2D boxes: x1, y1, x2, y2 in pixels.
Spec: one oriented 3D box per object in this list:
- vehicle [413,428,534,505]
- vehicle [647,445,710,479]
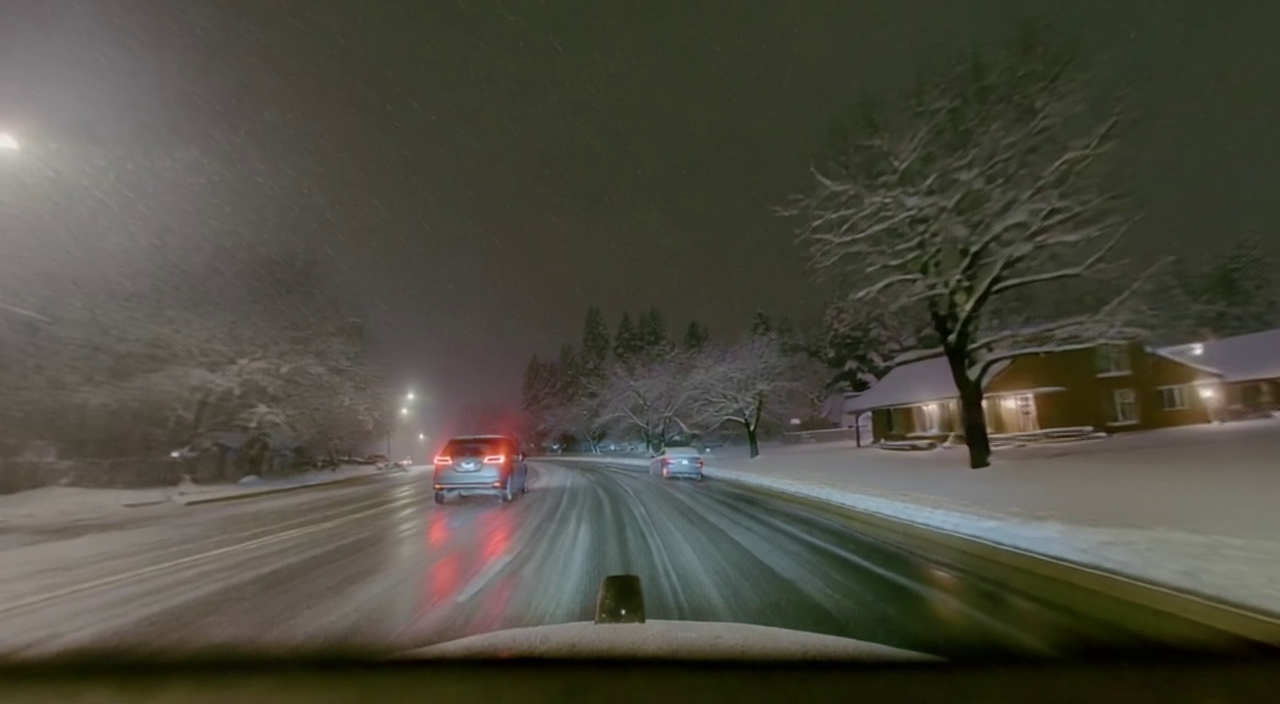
[{"bbox_3d":[-4.244,3.011,16.967,2.175,1.772,4.442,1,-9,-2],"label":"vehicle"},{"bbox_3d":[1.754,5.229,30.336,1.928,1.447,4.386,2,-9,-11],"label":"vehicle"}]
